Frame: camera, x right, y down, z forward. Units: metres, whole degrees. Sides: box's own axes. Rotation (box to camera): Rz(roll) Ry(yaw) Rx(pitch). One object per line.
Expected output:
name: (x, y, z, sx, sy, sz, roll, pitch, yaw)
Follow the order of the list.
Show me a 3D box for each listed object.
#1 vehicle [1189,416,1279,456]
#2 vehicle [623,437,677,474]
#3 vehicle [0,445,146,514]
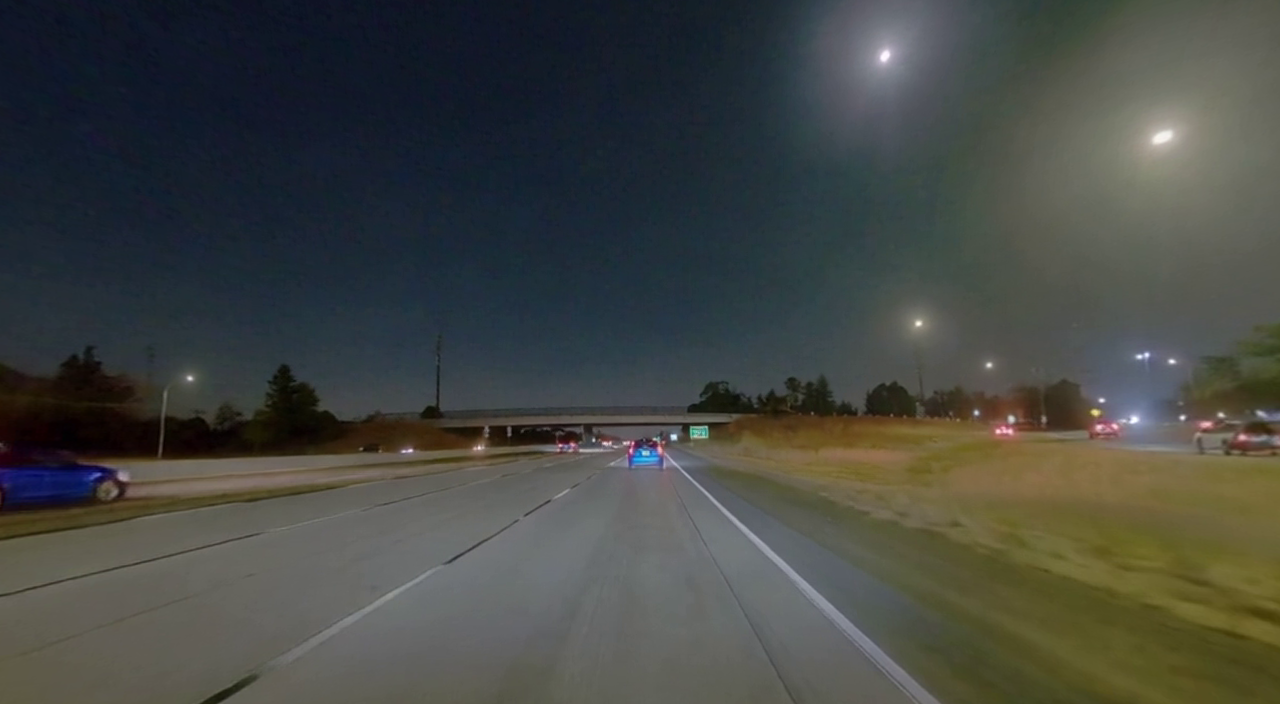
vehicle: (27.422, 3.835, 28.615, 2.095, 1.674, 4.530, -3, -9, 19)
vehicle: (0.417, 4.471, 27.398, 2.145, 1.493, 4.146, 0, -8, 0)
vehicle: (-15.076, 3.048, 15.421, 1.960, 1.505, 4.854, 0, -8, 2)
